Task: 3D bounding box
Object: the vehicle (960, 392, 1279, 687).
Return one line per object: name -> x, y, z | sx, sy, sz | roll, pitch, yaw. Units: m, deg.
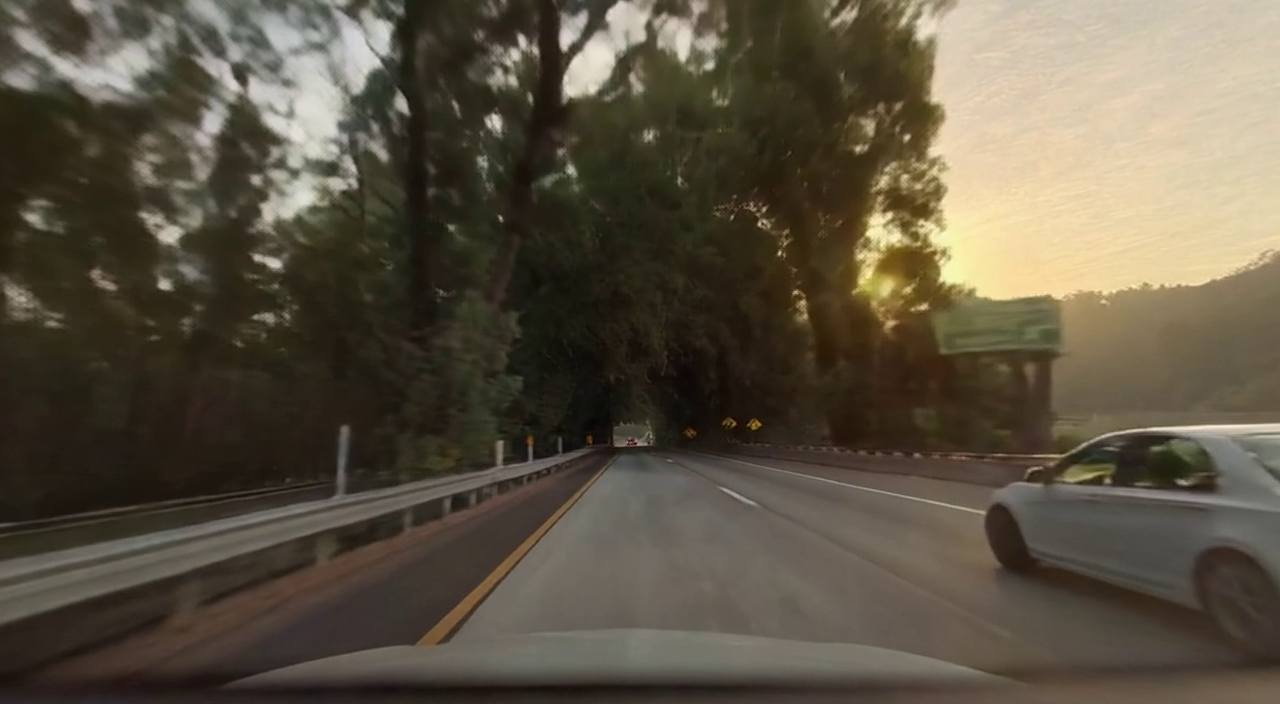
vehicle -> 4.276, 1.077, 4.021 | 1.905, 1.525, 4.719 | 0, -8, -1
